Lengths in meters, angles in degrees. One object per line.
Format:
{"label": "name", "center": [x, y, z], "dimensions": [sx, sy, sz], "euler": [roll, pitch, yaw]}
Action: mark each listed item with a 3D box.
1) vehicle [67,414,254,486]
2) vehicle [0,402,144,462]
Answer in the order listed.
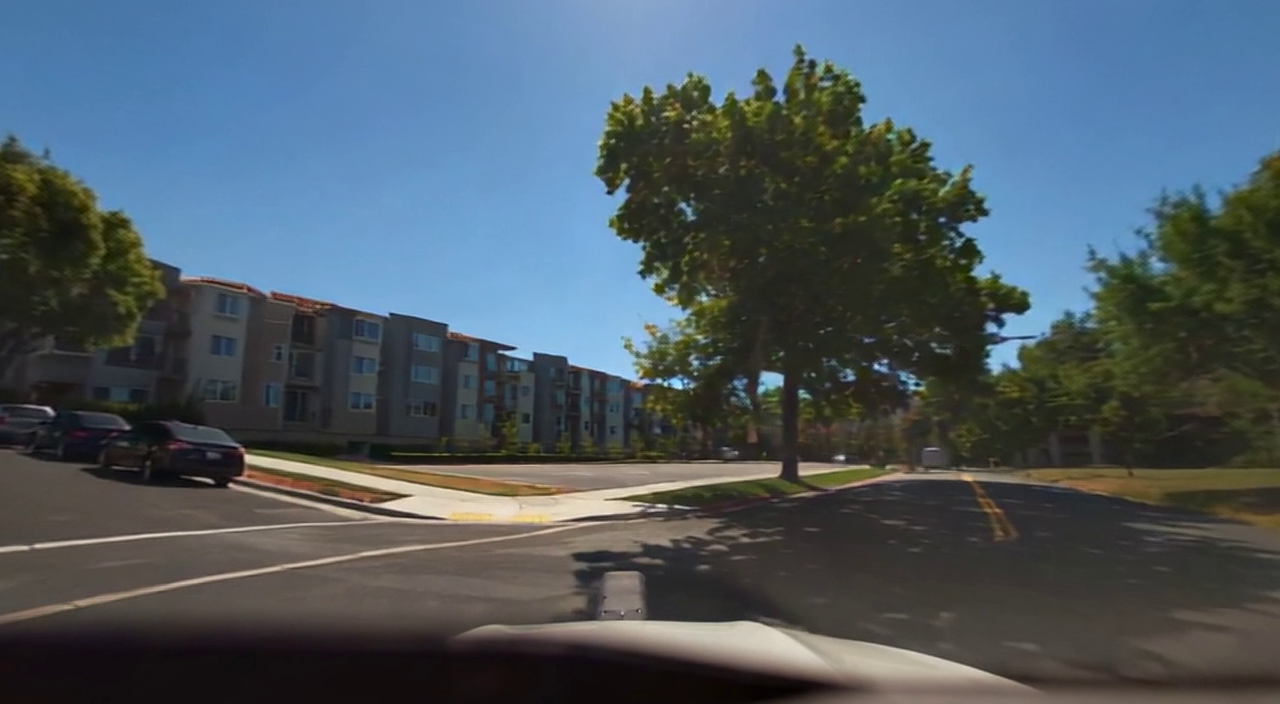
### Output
{"label": "vehicle", "center": [-11.105, 2.244, 14.578], "dimensions": [4.322, 1.436, 1.827], "euler": [-5, -10, 30]}
{"label": "vehicle", "center": [-15.912, 2.243, 17.434], "dimensions": [4.393, 1.478, 1.776], "euler": [-4, -10, 29]}
